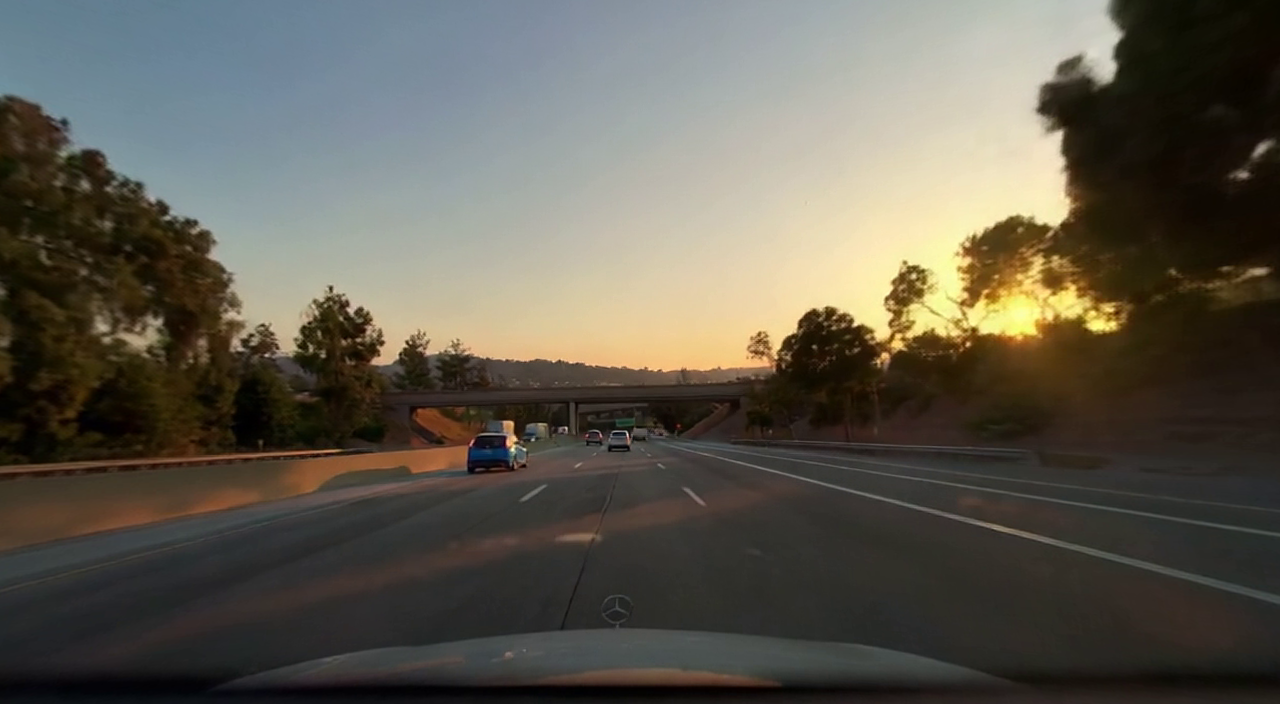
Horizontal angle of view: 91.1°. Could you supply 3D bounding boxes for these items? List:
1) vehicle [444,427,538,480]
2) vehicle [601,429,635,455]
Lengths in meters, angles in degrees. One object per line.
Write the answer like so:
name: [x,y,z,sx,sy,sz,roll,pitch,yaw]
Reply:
vehicle: [-4.743,3.288,20.757,2.017,1.537,4.496,0,-8,0]
vehicle: [-1.424,5.938,41.755,2.116,1.625,4.004,0,-8,0]
